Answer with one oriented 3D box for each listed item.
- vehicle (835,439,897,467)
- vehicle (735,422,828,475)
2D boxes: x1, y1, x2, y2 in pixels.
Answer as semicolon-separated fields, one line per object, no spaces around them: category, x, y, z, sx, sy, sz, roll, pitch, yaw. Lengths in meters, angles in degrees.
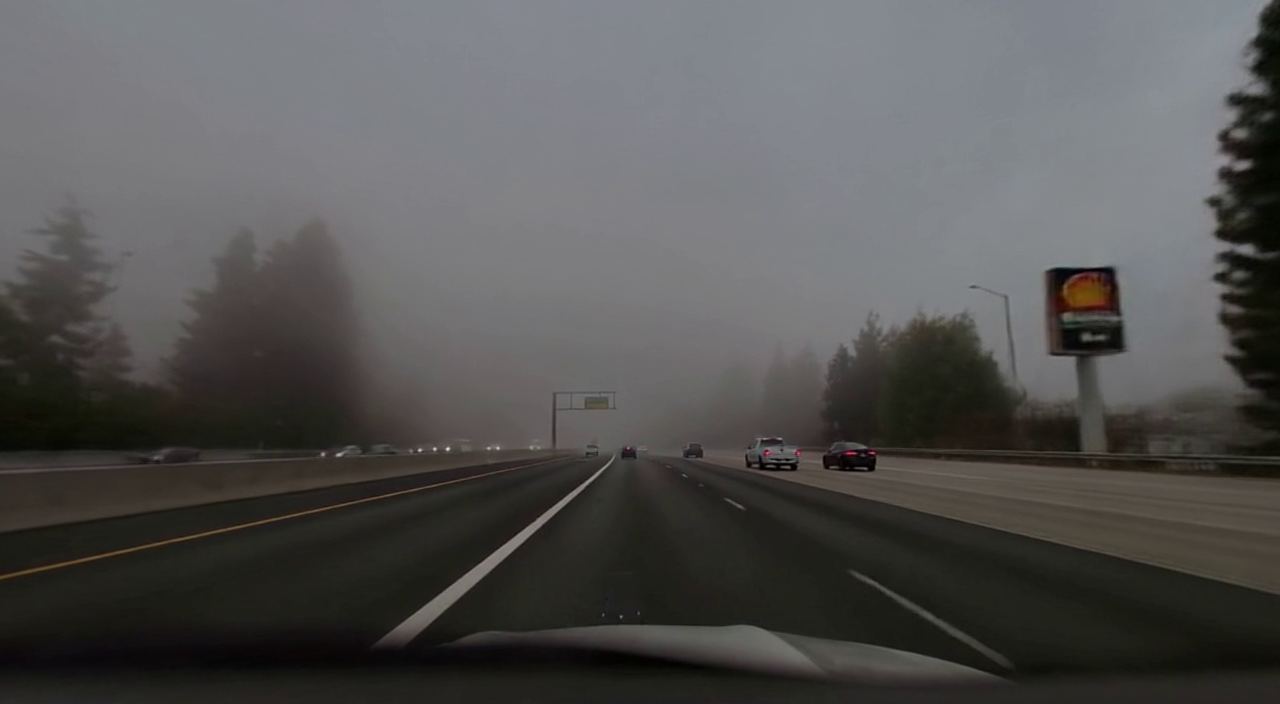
vehicle;13.969;6.268;39.167;2.072;1.611;4.387;0;-9;-2
vehicle;6.989;4.940;32.335;2.779;2.339;8.073;0;-9;-1
